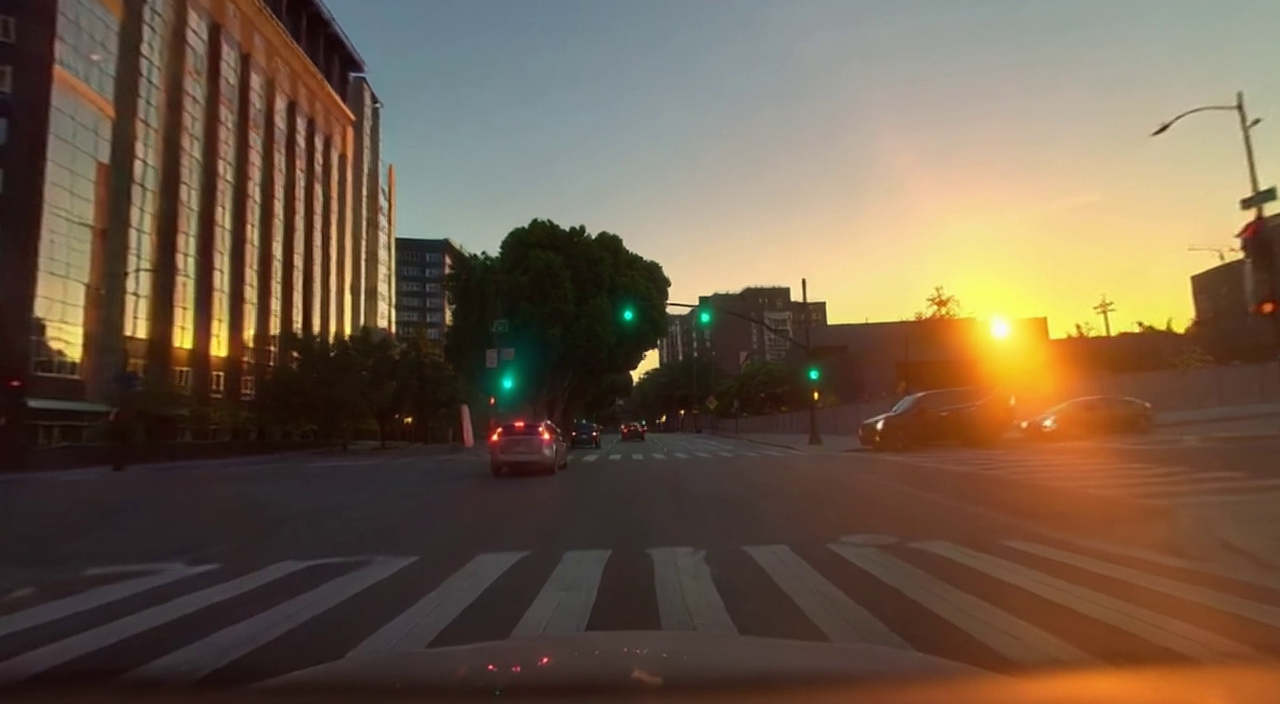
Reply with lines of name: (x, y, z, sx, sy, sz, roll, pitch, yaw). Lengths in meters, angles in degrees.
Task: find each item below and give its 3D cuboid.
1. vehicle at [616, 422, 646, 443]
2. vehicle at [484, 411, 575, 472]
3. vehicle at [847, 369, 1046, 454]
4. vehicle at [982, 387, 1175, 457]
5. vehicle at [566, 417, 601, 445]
vehicle: (-0.700, 5.806, 45.289, 2.095, 1.438, 3.843, 0, -8, -2)
vehicle: (-3.389, 2.869, 20.294, 2.116, 1.725, 4.315, -1, -8, 0)
vehicle: (11.753, 2.338, 24.631, 6.233, 2.668, 2.627, -4, -7, -3)
vehicle: (13.133, 2.106, 19.146, 4.328, 1.742, 1.942, -3, -6, -2)
vehicle: (-3.841, 5.492, 43.562, 2.152, 1.802, 4.628, 0, -8, -2)
